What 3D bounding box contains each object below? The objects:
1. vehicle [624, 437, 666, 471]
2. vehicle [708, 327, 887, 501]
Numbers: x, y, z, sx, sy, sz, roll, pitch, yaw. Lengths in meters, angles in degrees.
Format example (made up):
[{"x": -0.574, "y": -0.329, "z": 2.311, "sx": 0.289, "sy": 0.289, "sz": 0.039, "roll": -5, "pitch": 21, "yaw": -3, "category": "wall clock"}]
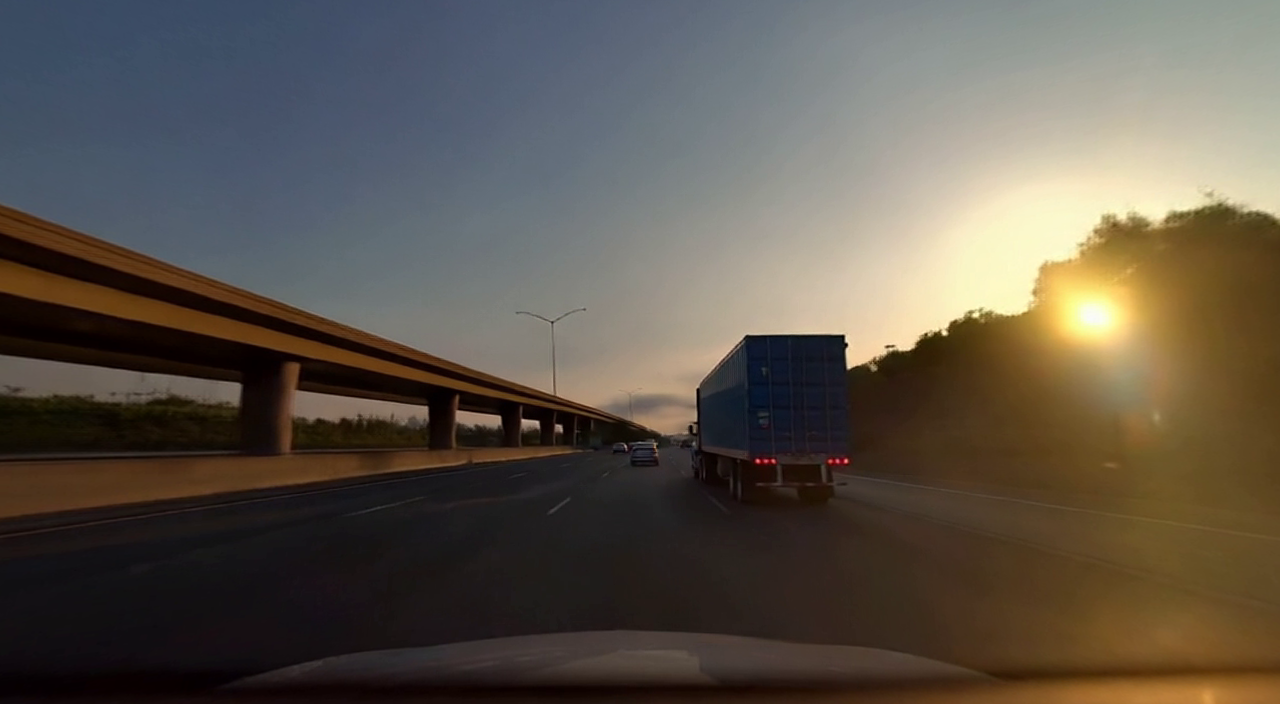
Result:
[{"x": 0.310, "y": 5.407, "z": 33.642, "sx": 2.077, "sy": 1.716, "sz": 4.514, "roll": 0, "pitch": -9, "yaw": 1, "category": "vehicle"}, {"x": 4.196, "y": 2.154, "z": 19.796, "sx": 2.964, "sy": 4.063, "sz": 10.072, "roll": 0, "pitch": -9, "yaw": 0, "category": "vehicle"}]
